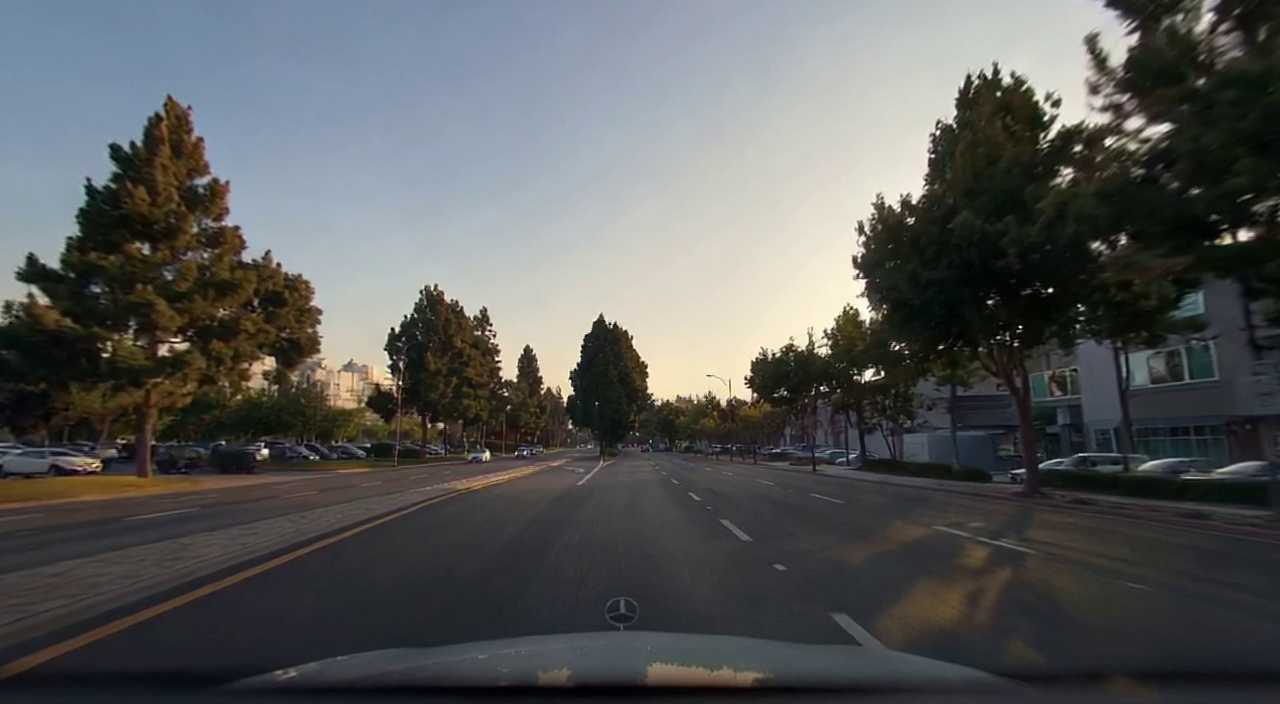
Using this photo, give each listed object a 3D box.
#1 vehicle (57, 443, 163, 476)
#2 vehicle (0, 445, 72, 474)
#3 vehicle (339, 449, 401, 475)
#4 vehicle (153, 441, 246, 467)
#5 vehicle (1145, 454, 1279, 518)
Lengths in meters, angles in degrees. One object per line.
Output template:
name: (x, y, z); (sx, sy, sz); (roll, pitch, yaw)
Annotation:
vehicle: (-29.580, 5.989, 35.494); (1.950, 1.696, 4.597); (0, -8, 0)
vehicle: (-35.138, 6.076, 35.964); (1.736, 1.414, 4.170); (2, -8, -2)
vehicle: (-16.415, 6.679, 38.624); (1.876, 1.460, 4.433); (0, -8, -1)
vehicle: (-30.658, 7.101, 44.199); (5.107, 1.753, 1.963); (5, -10, -31)
vehicle: (20.394, 4.401, 21.041); (5.097, 1.936, 2.254); (0, -9, 1)
